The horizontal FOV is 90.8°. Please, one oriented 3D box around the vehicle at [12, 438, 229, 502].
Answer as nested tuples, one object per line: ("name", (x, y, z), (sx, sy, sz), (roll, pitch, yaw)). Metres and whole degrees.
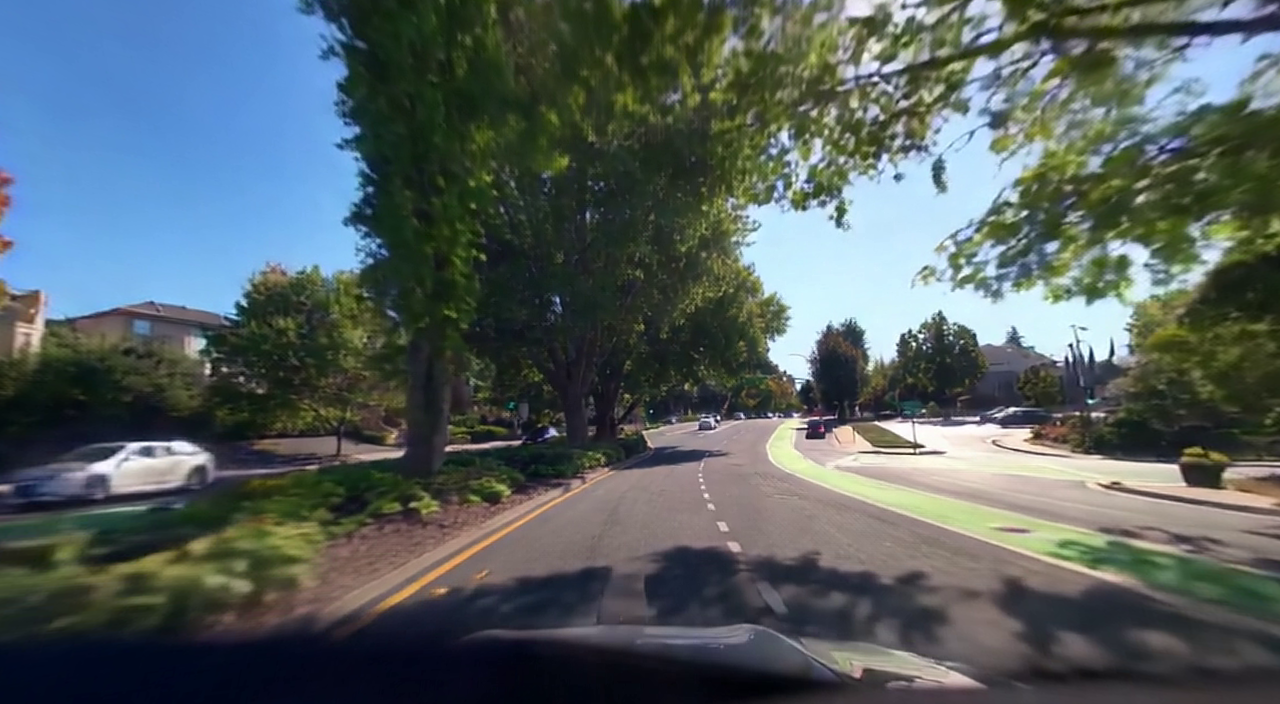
("vehicle", (-14.570, 3.308, 18.206), (2.061, 1.559, 4.729), (-1, -8, 3))
